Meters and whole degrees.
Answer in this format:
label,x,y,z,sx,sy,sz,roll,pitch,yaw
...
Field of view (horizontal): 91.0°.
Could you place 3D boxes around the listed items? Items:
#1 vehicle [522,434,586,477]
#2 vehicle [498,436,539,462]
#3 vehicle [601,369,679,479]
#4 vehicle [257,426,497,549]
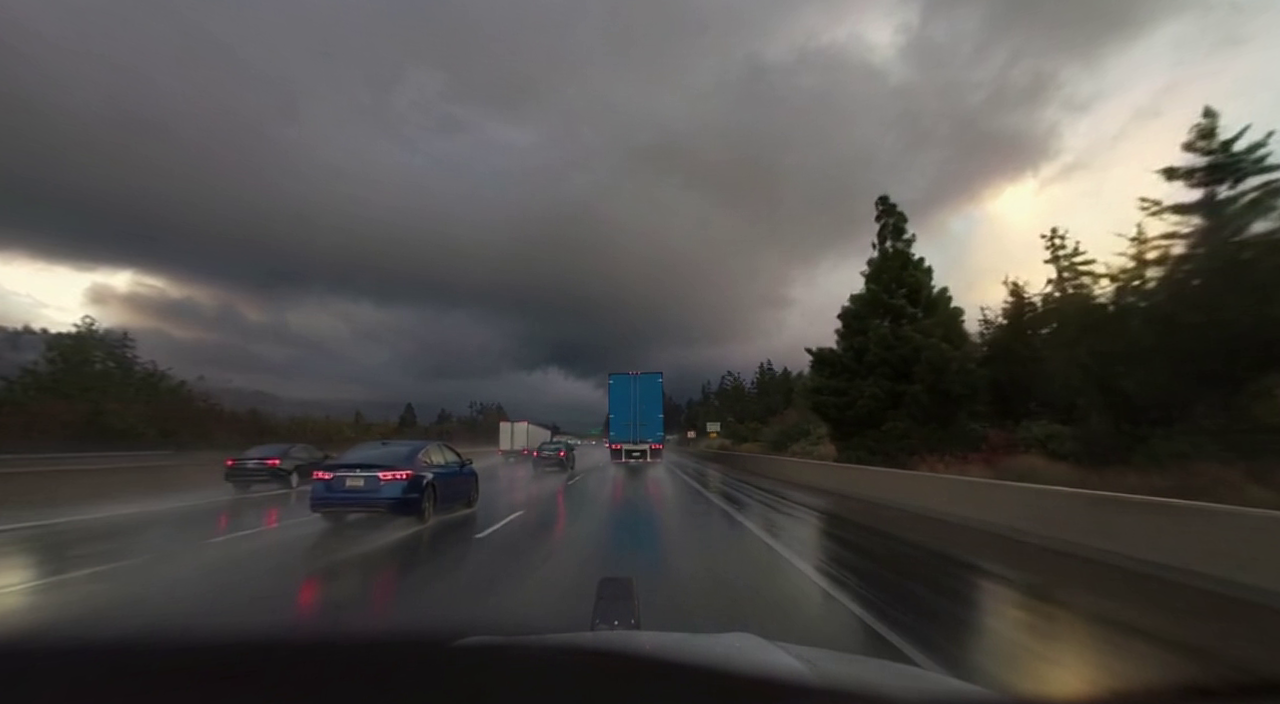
label,x,y,z,sx,sy,sz,roll,pitch,yaw
vehicle,-3.613,4.416,27.194,2.158,1.680,4.087,0,-8,0
vehicle,-8.842,7.141,46.272,2.026,1.791,4.599,-1,-8,1
vehicle,-0.177,3.462,29.157,2.913,4.113,10.724,0,-8,-2
vehicle,-3.900,2.058,10.277,2.164,1.582,3.979,0,-8,1
